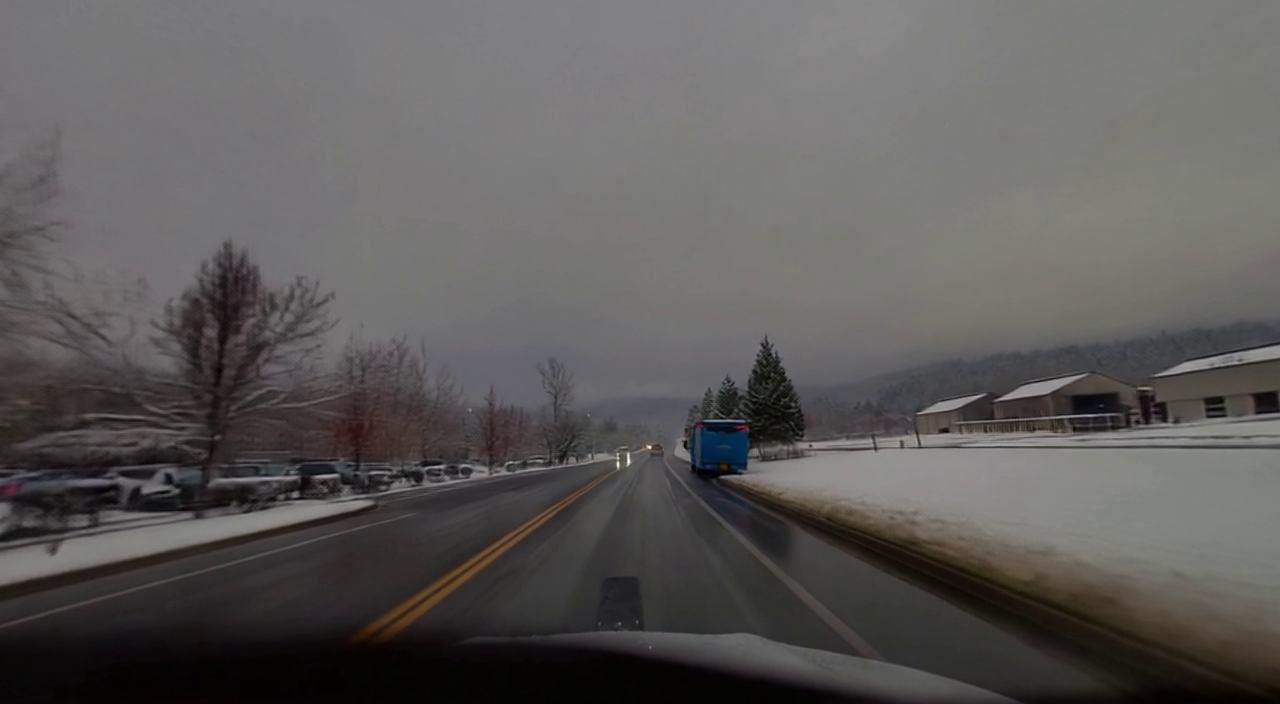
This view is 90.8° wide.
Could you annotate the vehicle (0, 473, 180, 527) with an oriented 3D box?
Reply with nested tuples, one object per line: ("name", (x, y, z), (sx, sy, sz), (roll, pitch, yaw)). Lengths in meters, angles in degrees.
("vehicle", (-22.330, 5.967, 25.957), (2.233, 1.709, 5.161), (-3, -9, 16))

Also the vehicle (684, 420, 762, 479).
("vehicle", (4.691, 5.845, 38.142), (3.282, 3.067, 10.181), (0, -9, 0))
